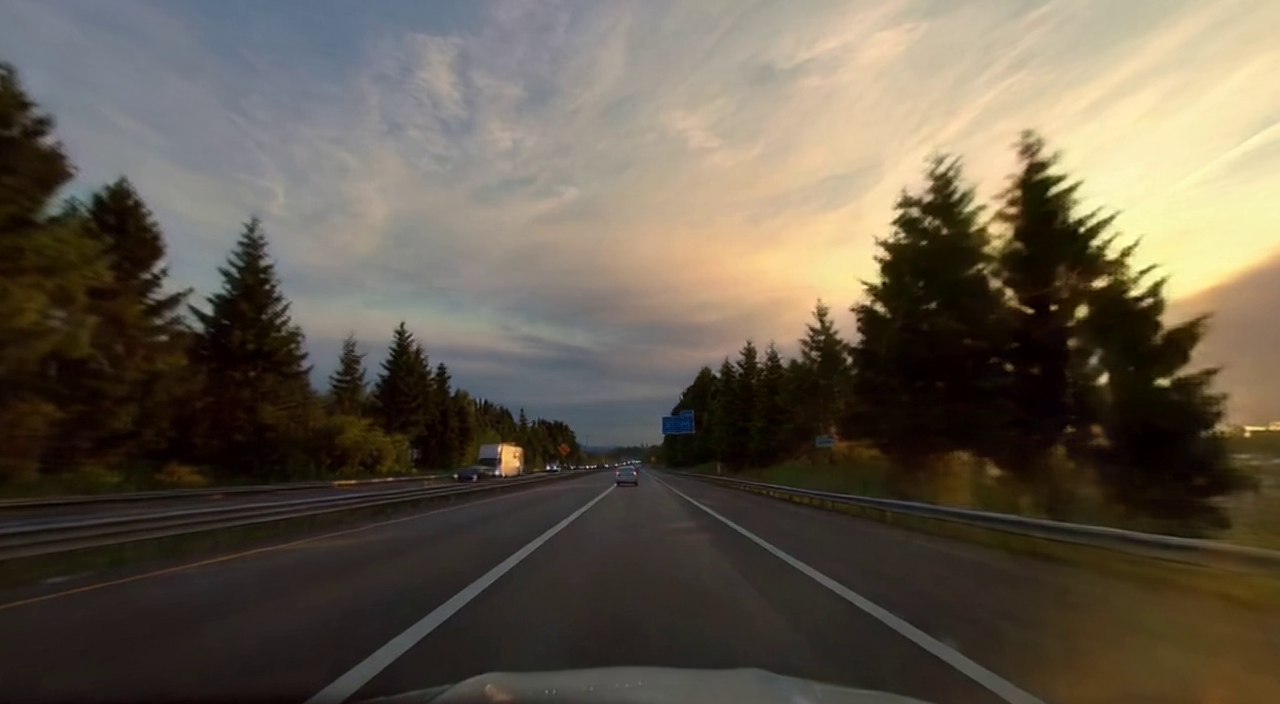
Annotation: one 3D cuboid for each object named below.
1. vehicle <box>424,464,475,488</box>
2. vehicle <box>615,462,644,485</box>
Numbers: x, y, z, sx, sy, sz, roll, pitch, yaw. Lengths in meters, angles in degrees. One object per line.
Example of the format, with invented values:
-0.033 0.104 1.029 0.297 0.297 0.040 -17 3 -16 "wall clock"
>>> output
-13.001 8.503 43.343 2.022 1.459 4.613 1 -10 1 "vehicle"
-0.797 9.307 48.334 2.104 1.655 4.039 1 -10 0 "vehicle"
